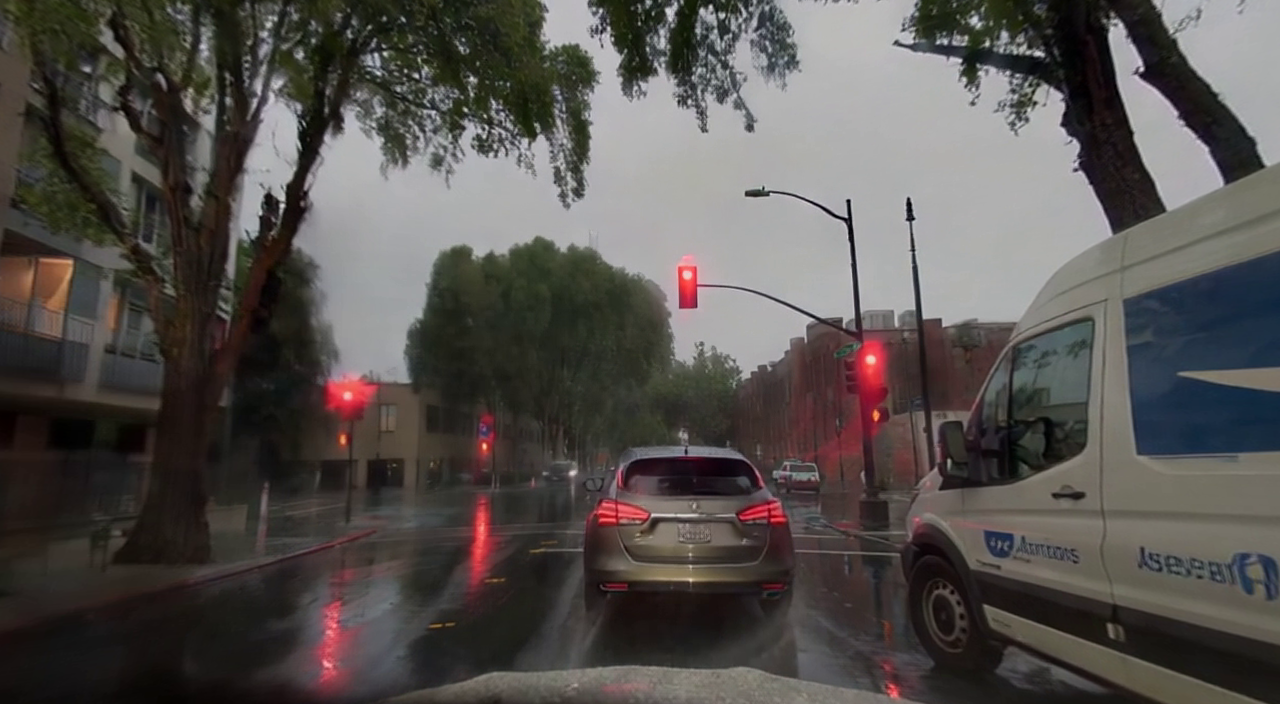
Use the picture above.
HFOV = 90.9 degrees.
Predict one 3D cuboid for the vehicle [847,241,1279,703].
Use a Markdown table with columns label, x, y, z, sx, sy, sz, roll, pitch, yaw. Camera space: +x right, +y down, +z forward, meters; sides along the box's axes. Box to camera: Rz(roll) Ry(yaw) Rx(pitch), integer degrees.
| label | x | y | z | sx | sy | sz | roll | pitch | yaw |
| --- | --- | --- | --- | --- | --- | --- | --- | --- | --- |
| vehicle | 2.856 | 0.879 | 2.831 | 2.054 | 1.965 | 5.248 | 1 | -11 | 0 |

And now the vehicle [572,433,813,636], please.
| label | x | y | z | sx | sy | sz | roll | pitch | yaw |
| --- | --- | --- | --- | --- | --- | --- | --- | --- | --- |
| vehicle | 0.367 | 1.832 | 7.027 | 1.961 | 1.629 | 3.610 | 1 | -11 | -2 |
